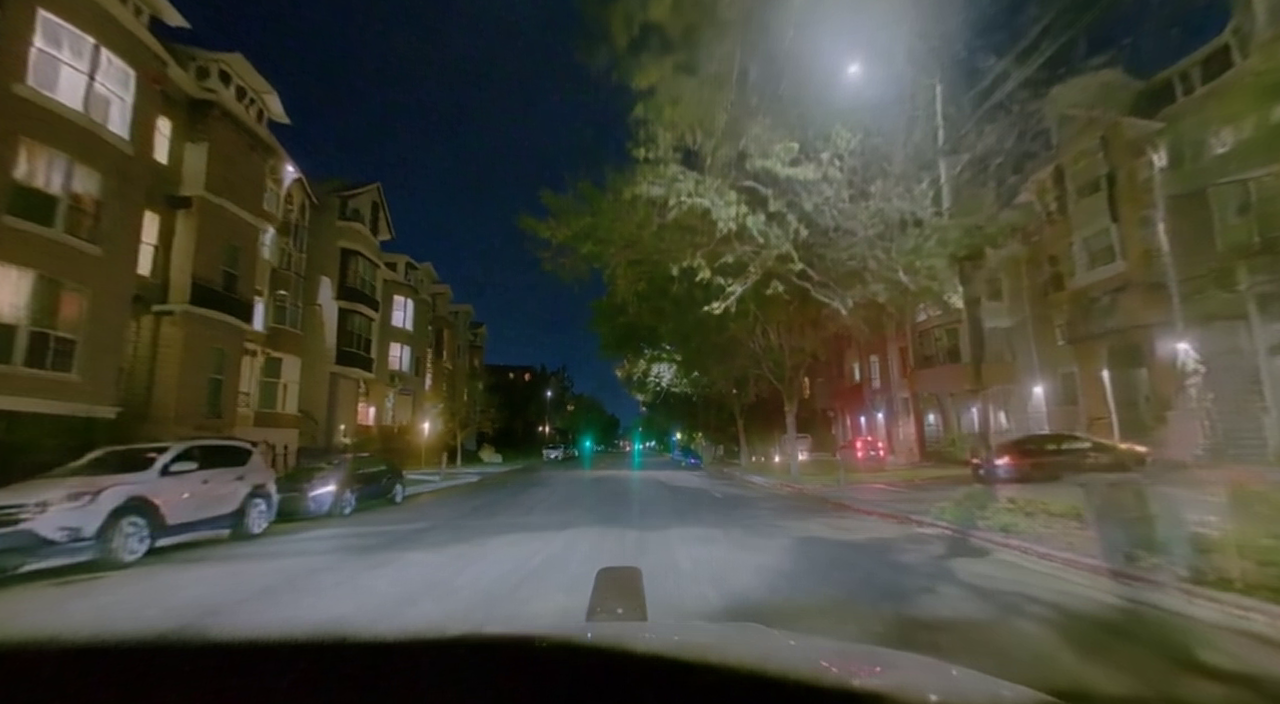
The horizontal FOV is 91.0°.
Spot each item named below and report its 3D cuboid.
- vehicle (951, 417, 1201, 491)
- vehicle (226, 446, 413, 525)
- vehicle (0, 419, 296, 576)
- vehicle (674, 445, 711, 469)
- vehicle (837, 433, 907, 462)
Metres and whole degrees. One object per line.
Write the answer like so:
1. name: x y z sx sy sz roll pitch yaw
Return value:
1. vehicle: 10.850 2.575 16.013 4.726 1.731 2.075 0 -9 3
2. vehicle: -7.208 3.016 14.863 1.912 1.466 4.754 -2 -9 1
3. vehicle: -7.446 2.066 9.455 2.136 1.758 4.297 -2 -10 -1
4. vehicle: 3.417 6.915 41.735 1.956 1.468 4.698 0 -9 -2
5. vehicle: 13.151 5.488 36.074 2.068 1.522 4.810 0 -9 -2
